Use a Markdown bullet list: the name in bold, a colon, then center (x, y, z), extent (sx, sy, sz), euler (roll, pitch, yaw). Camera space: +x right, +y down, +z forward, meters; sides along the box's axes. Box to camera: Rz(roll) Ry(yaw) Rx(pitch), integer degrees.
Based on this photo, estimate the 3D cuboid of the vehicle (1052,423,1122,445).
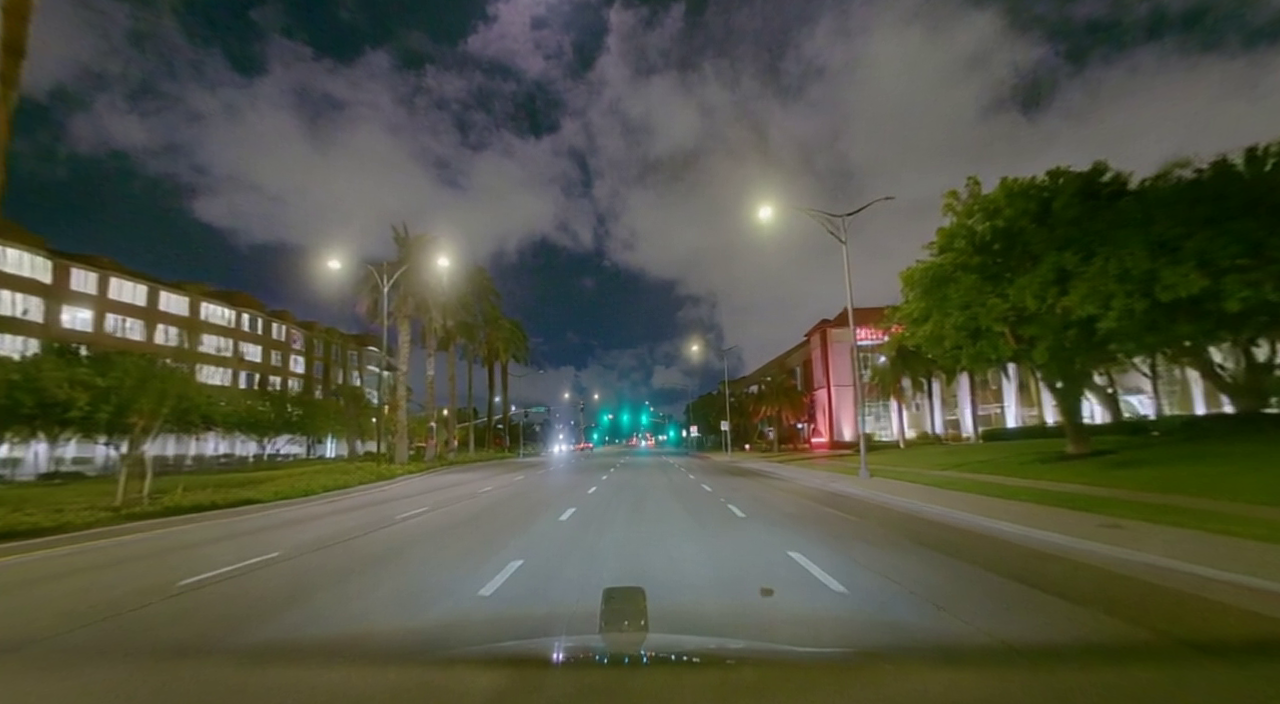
- **vehicle**: center (34.588, 6.410, 48.947), extent (1.820, 1.571, 4.697), euler (0, -8, -3)
